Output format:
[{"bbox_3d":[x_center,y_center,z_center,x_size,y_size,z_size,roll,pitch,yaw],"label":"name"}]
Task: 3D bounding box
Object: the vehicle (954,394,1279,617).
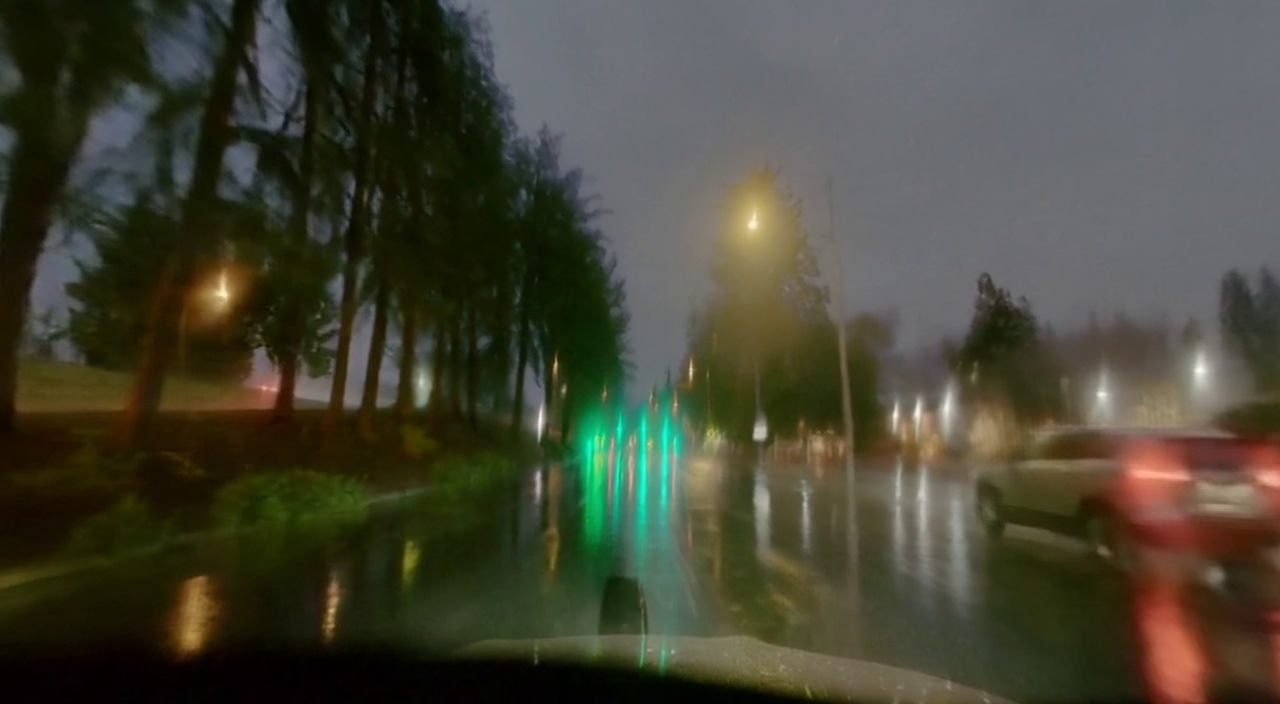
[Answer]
[{"bbox_3d":[6.108,1.599,7.660,2.177,1.788,5.106,0,-8,3],"label":"vehicle"}]
